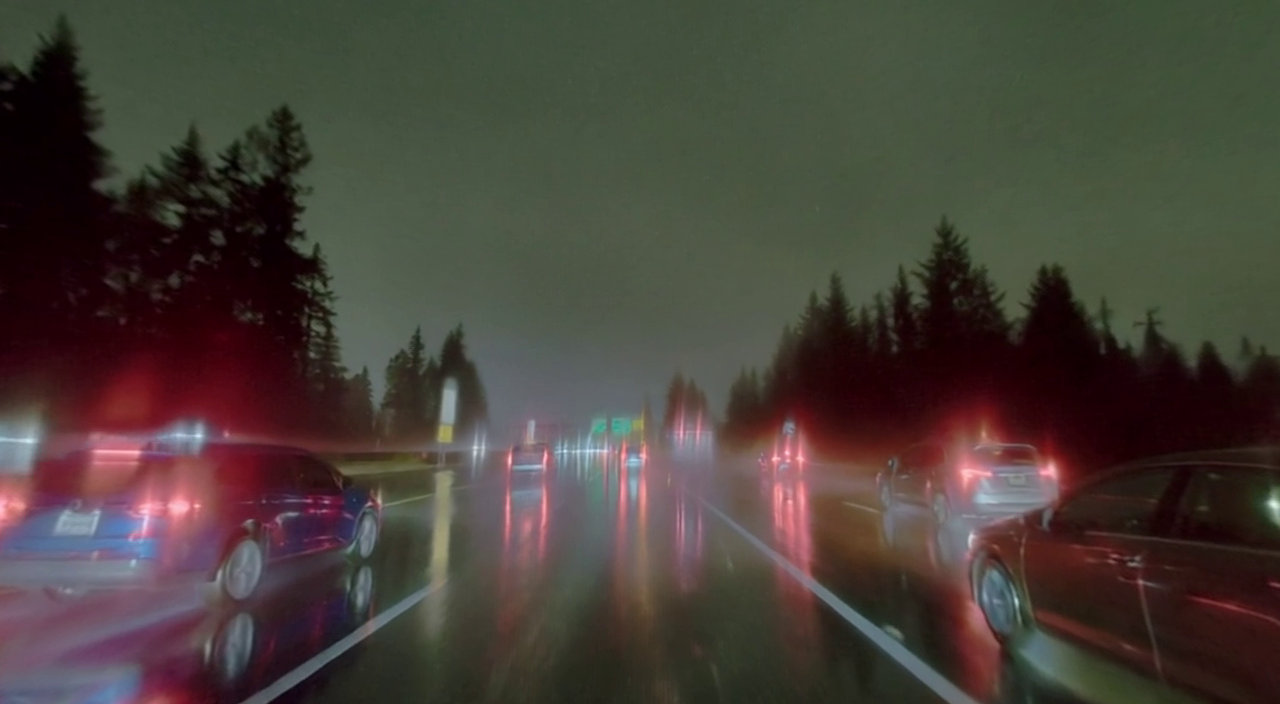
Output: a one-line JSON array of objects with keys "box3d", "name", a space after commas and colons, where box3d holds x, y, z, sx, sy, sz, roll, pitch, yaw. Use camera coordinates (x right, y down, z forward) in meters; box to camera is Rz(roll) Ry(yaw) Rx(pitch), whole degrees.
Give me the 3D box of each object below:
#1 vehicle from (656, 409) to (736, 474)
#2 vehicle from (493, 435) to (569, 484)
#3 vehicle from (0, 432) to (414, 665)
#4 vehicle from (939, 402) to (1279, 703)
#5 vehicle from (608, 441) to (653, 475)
[{"box3d": [3.055, 5.541, 38.623, 3.426, 3.279, 12.313, 0, -9, -2], "name": "vehicle"}, {"box3d": [-4.305, 4.334, 25.750, 2.176, 1.783, 4.799, 0, -9, 1], "name": "vehicle"}, {"box3d": [-4.019, 1.551, 6.139, 1.947, 1.424, 4.264, 0, -9, 2], "name": "vehicle"}, {"box3d": [3.150, 0.957, 2.248, 2.031, 1.504, 4.327, 0, -9, 0], "name": "vehicle"}, {"box3d": [-0.510, 5.639, 33.843, 2.235, 1.682, 4.094, 0, -9, -1], "name": "vehicle"}]
